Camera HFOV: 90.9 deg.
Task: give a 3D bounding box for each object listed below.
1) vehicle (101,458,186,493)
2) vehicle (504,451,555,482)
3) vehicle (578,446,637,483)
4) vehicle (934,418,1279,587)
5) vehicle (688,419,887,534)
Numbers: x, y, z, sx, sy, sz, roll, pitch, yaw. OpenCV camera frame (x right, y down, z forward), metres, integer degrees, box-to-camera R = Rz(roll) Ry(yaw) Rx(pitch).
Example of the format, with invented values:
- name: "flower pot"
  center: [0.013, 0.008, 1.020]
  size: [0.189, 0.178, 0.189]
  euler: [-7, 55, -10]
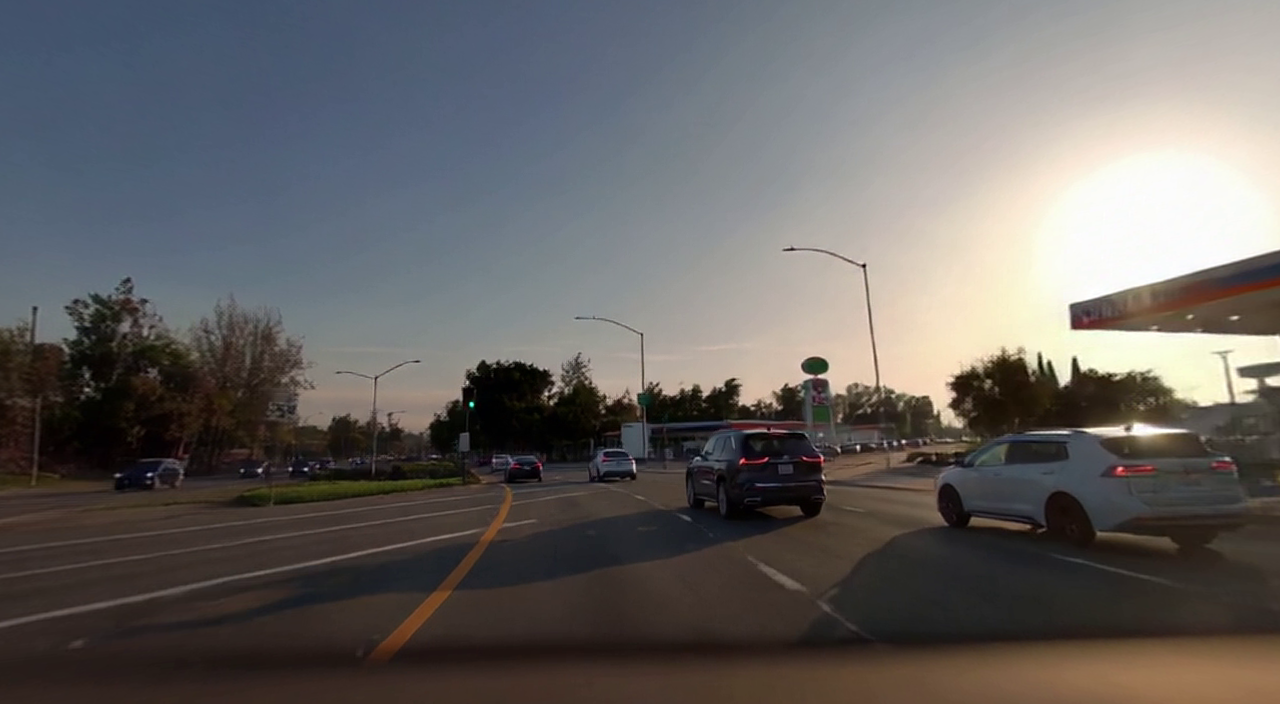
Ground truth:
- name: "vehicle"
  center: [-24.330, 6.010, 31.041]
  size: [1.821, 1.521, 3.874]
  euler: [2, -9, -16]
- name: "vehicle"
  center: [-5.971, 6.059, 33.693]
  size: [2.107, 1.527, 4.174]
  euler: [3, -9, -18]
- name: "vehicle"
  center: [-1.609, 5.291, 29.991]
  size: [2.012, 1.612, 4.114]
  euler: [2, -9, -14]
- name: "vehicle"
  center: [5.990, 1.778, 8.330]
  size: [1.881, 1.604, 4.289]
  euler: [1, -8, -4]
- name: "vehicle"
  center: [2.513, 2.301, 12.307]
  size: [2.184, 1.777, 4.712]
  euler: [1, -9, -8]
